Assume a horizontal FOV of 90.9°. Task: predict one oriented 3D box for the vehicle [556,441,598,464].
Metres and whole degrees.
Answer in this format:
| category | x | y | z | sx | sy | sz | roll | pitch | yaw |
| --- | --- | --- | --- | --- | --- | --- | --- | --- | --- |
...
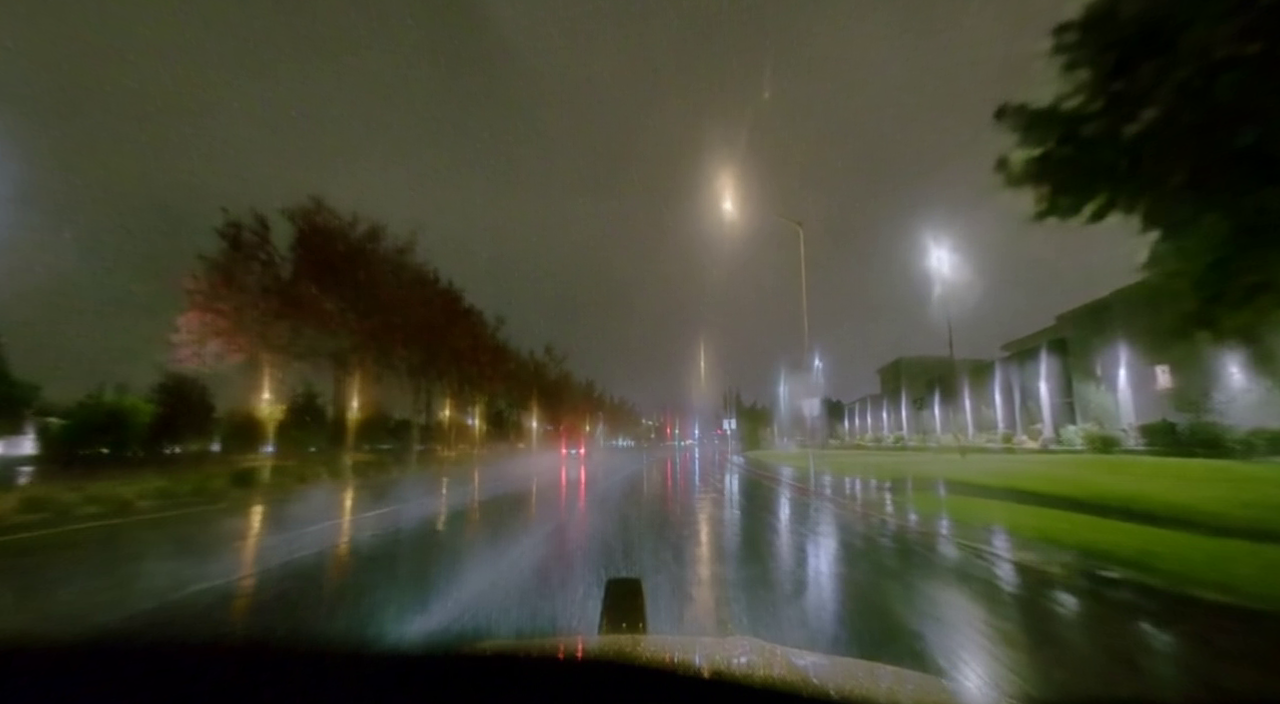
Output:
| category | x | y | z | sx | sy | sz | roll | pitch | yaw |
| --- | --- | --- | --- | --- | --- | --- | --- | --- | --- |
| vehicle | -4.205 | 6.826 | 43.032 | 1.945 | 1.461 | 4.605 | -1 | -8 | 6 |
